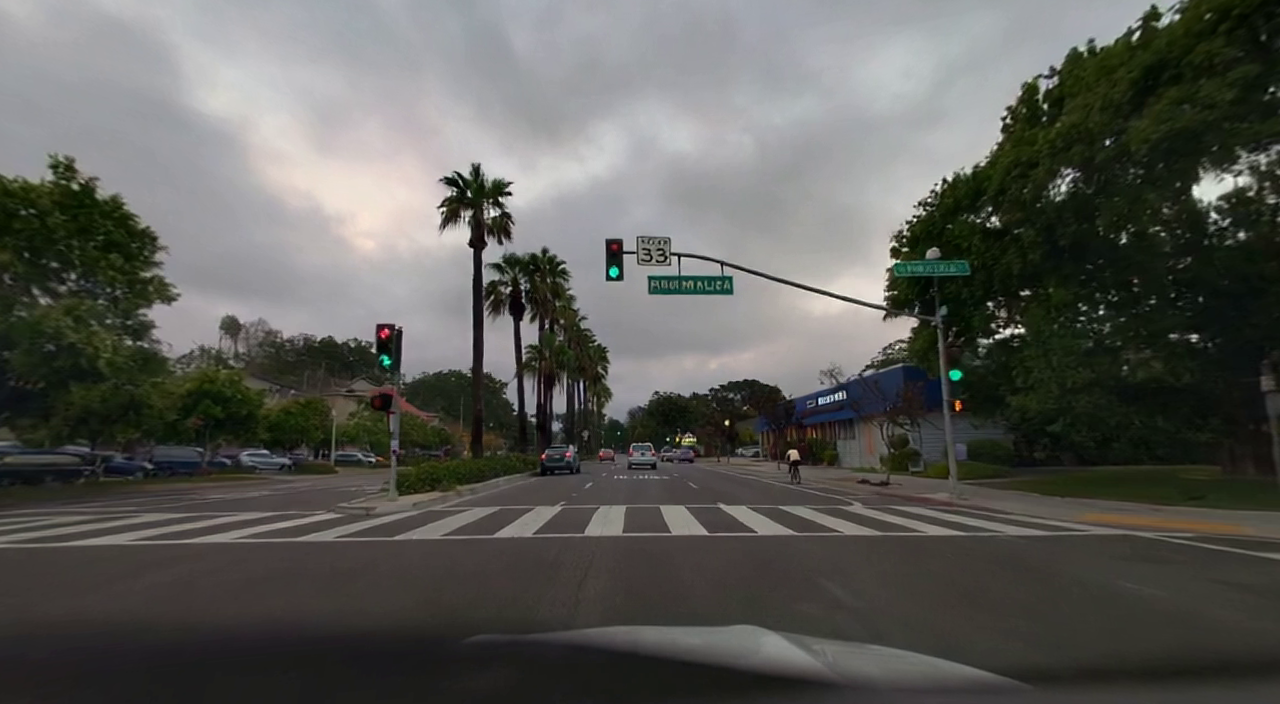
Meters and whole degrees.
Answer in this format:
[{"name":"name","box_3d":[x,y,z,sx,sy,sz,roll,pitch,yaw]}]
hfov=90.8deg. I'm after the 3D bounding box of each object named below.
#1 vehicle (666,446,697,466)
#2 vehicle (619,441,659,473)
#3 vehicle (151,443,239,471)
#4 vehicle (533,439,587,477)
[{"name":"vehicle","box_3d":[3.164,8.095,49.221,2.004,1.440,4.292,0,-8,-2]},{"name":"vehicle","box_3d":[-0.080,5.835,35.309,2.102,1.653,3.698,0,-9,-1]},{"name":"vehicle","box_3d":[-34.381,8.139,48.891,5.109,2.014,2.269,-2,-10,2]},{"name":"vehicle","box_3d":[-3.905,5.268,31.645,2.071,1.744,4.500,0,-8,1]}]
